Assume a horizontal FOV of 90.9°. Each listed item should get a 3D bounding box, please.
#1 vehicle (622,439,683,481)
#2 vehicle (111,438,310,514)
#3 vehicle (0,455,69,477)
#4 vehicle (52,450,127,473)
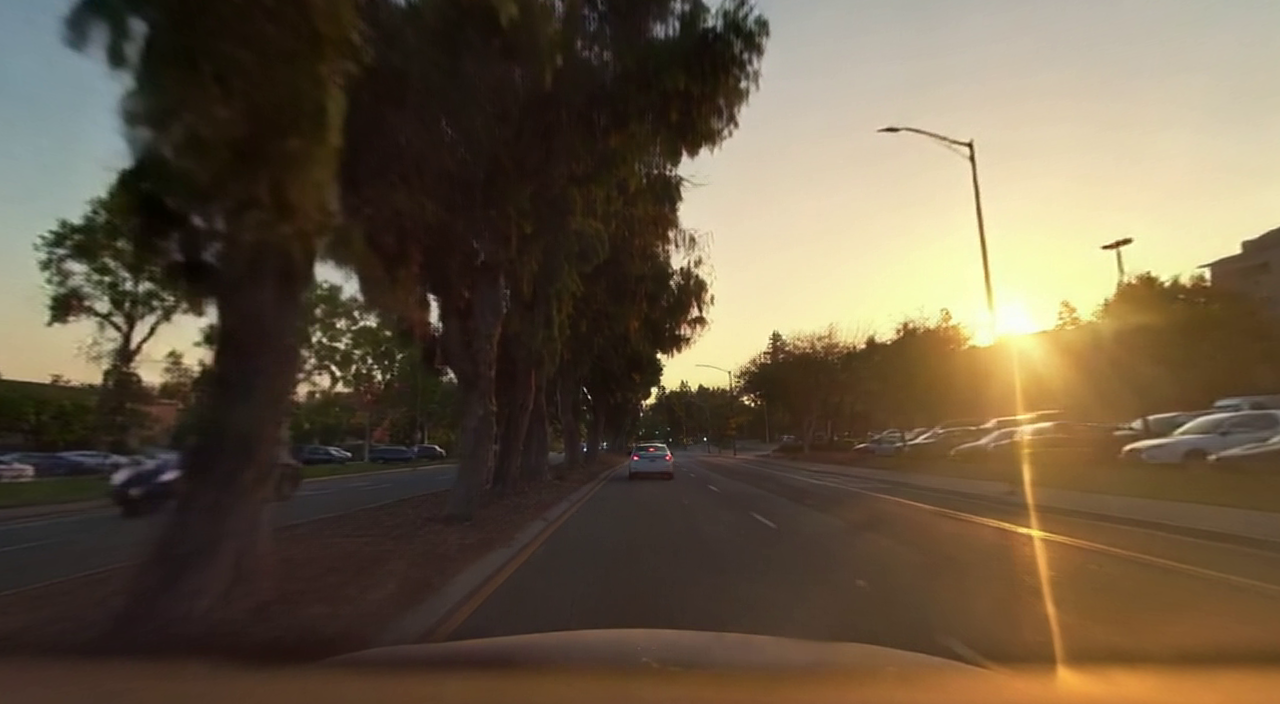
[{"bbox_3d":[0.413,4.010,23.696,2.093,1.442,3.977,0,-8,-1],"label":"vehicle"},{"bbox_3d":[-12.090,3.479,18.320,2.259,1.867,4.875,0,-8,1],"label":"vehicle"},{"bbox_3d":[-42.999,7.991,44.350,4.100,1.440,1.703,-1,-8,3],"label":"vehicle"},{"bbox_3d":[-42.962,8.532,49.272,4.057,1.666,1.849,0,-8,1],"label":"vehicle"}]
